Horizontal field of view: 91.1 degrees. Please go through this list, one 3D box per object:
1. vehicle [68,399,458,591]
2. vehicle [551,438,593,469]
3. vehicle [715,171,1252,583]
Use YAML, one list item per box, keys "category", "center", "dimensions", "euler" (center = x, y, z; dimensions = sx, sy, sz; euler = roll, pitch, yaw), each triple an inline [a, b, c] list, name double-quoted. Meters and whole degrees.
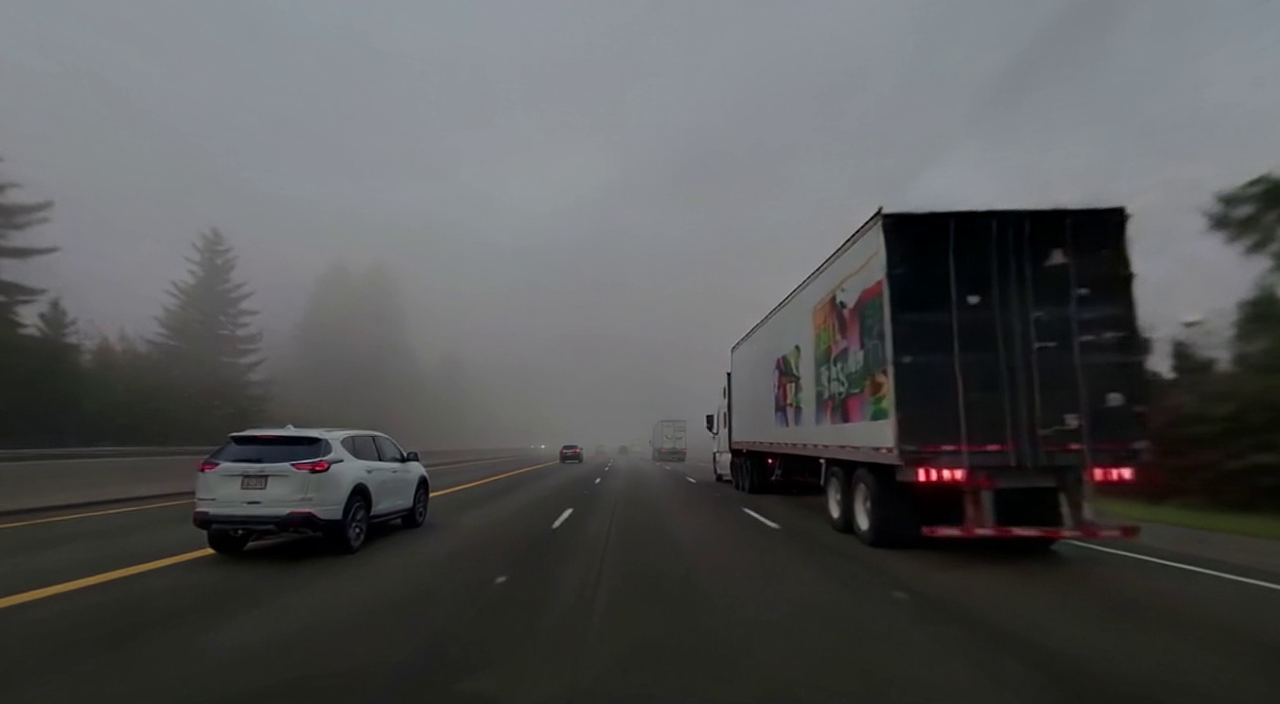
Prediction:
- category: "vehicle"
  center: [-4.164, 1.676, 8.198]
  dimensions: [2.202, 1.760, 4.617]
  euler: [0, -9, 0]
- category: "vehicle"
  center: [-4.039, 6.142, 38.182]
  dimensions: [2.139, 1.716, 4.530]
  euler: [0, -9, -1]
- category: "vehicle"
  center: [4.067, 1.201, 13.025]
  dimensions: [2.933, 4.016, 13.949]
  euler: [0, -9, -1]
